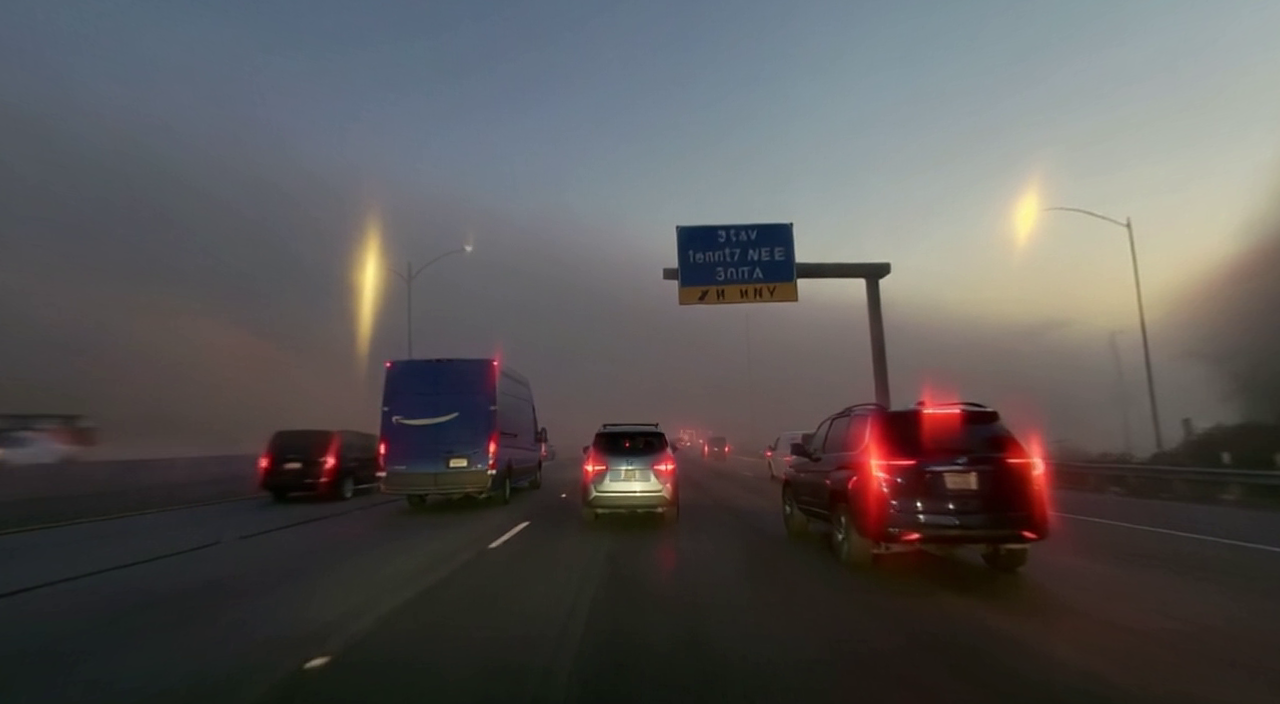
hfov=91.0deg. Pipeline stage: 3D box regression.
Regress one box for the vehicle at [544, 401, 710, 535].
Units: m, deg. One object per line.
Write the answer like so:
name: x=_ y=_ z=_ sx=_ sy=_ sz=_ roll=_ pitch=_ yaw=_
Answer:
vehicle: x=-0.167 y=1.929 z=10.954 sx=2.287 sy=1.823 sz=4.369 roll=0 pitch=-8 yaw=0

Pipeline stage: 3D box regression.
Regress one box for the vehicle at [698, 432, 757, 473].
vehicle: x=3.920 y=4.603 z=28.957 sx=2.064 sy=1.720 sz=4.416 roll=0 pitch=-8 yaw=0

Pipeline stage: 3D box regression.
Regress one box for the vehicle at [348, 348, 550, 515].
vehicle: x=-3.724 y=1.831 z=14.122 sx=2.415 sy=2.821 sz=6.636 roll=0 pitch=-8 yaw=0

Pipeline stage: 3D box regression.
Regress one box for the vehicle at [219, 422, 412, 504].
vehicle: x=-7.237 y=2.525 z=14.752 sx=2.031 sy=1.583 sz=4.646 roll=0 pitch=-8 yaw=0

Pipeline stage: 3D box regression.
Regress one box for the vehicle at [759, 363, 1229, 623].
vehicle: x=3.086 y=1.411 z=7.254 sx=2.341 sy=1.890 sz=5.144 roll=1 pitch=-8 yaw=-1
